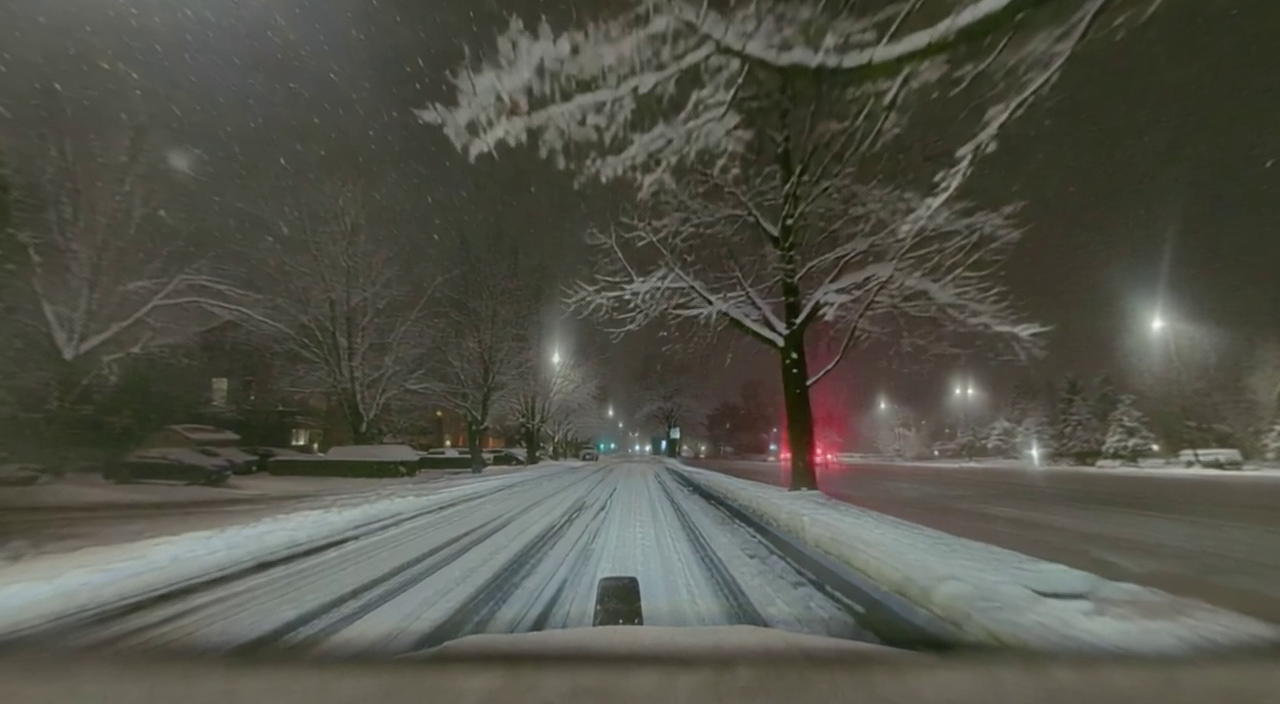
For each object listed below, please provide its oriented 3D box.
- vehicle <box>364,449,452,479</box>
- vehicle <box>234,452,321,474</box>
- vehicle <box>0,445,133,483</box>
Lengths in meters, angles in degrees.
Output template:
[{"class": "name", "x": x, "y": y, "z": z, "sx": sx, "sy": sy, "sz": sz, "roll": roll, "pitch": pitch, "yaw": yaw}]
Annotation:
[{"class": "vehicle", "x": -13.803, "y": 6.641, "z": 37.572, "sx": 4.422, "sy": 1.694, "sz": 2.026, "roll": 0, "pitch": -9, "yaw": 1}, {"class": "vehicle", "x": -26.734, "y": 8.185, "z": 46.555, "sx": 5.024, "sy": 1.494, "sz": 2.242, "roll": 0, "pitch": -8, "yaw": 1}, {"class": "vehicle", "x": -26.878, "y": 5.212, "z": 29.403, "sx": 4.456, "sy": 1.665, "sz": 2.161, "roll": 0, "pitch": -9, "yaw": 0}]
